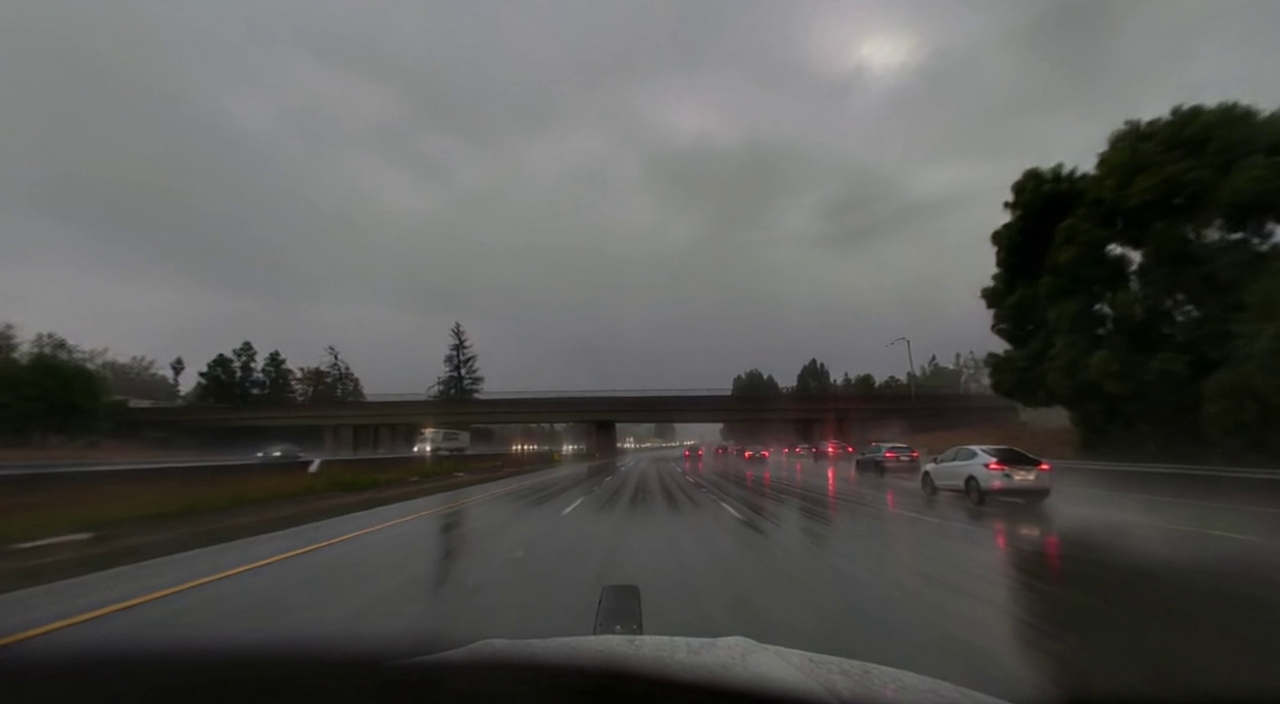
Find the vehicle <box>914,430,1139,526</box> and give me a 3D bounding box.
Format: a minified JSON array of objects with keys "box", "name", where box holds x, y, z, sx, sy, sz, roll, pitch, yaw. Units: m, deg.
[{"box":[7.593,2.487,13.049,1.862,1.613,4.316,0,-9,0],"name":"vehicle"}]
